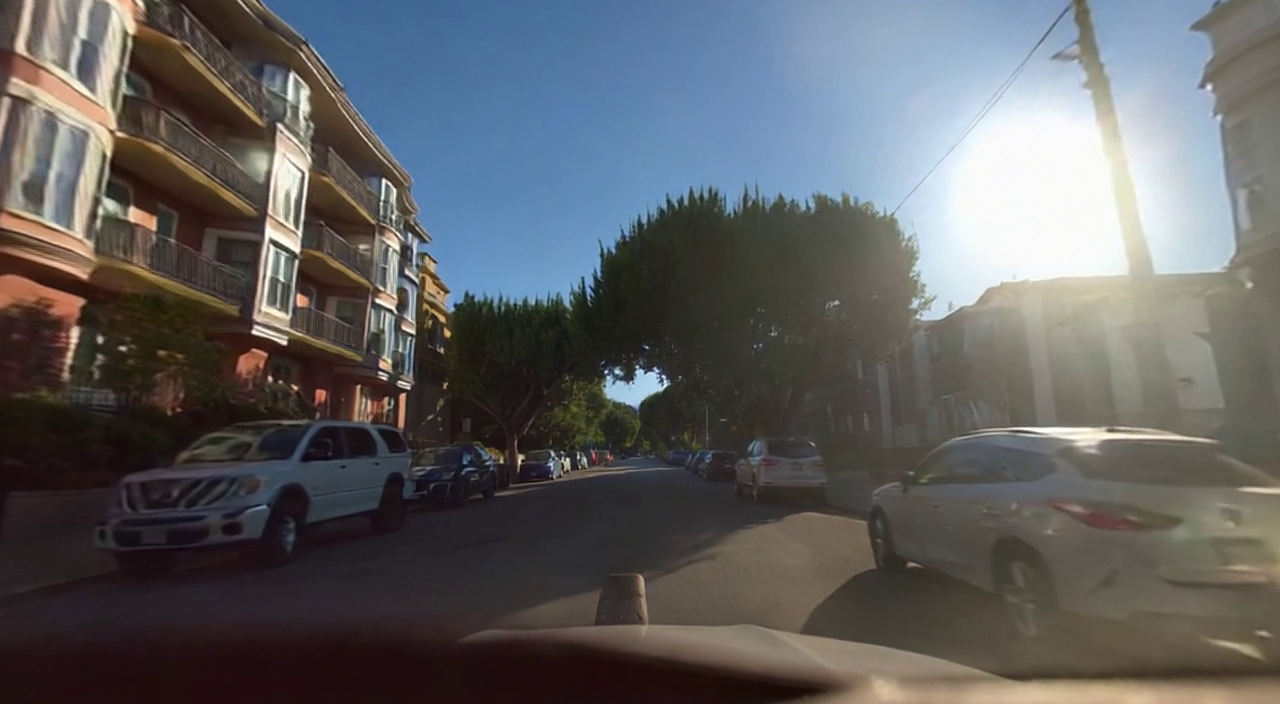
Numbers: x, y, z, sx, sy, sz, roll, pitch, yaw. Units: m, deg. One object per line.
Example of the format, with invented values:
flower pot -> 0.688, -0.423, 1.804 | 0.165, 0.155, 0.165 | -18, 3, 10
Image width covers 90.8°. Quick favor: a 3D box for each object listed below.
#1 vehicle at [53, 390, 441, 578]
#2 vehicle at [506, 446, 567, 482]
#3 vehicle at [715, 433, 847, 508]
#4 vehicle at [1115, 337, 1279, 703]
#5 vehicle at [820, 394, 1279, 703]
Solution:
vehicle -> -5.558, 1.997, 10.388 | 2.596, 2.152, 5.689 | -2, -9, 2
vehicle -> -5.422, 5.929, 33.812 | 2.222, 1.735, 5.215 | -1, -8, 2
vehicle -> 3.966, 3.482, 19.246 | 2.473, 1.895, 6.050 | 0, -8, -2
vehicle -> 3.603, 0.580, 0.708 | 2.216, 1.790, 5.077 | 0, -8, 1
vehicle -> 3.691, 1.435, 5.965 | 2.445, 1.662, 5.309 | 0, -8, 0
